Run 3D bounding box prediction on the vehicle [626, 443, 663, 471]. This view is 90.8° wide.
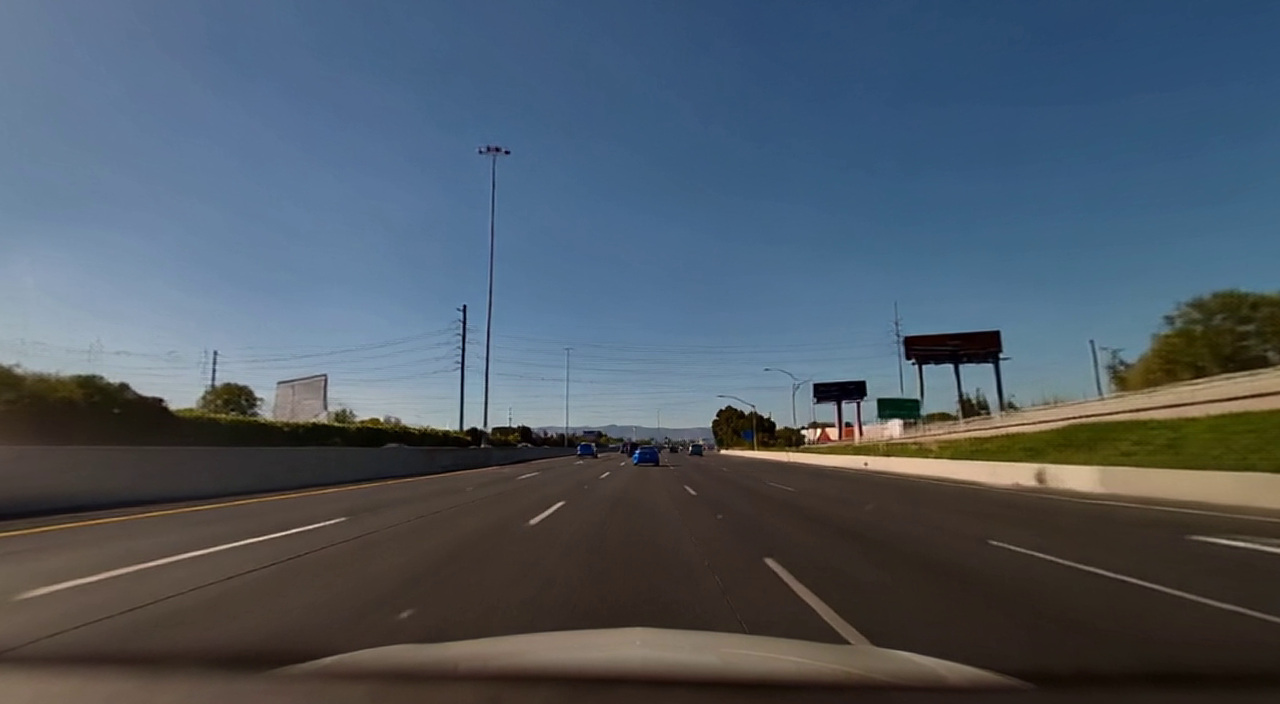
[{"bbox_3d":[0.280,6.304,37.960,2.074,1.574,3.971,0,-9,1],"label":"vehicle"}]
